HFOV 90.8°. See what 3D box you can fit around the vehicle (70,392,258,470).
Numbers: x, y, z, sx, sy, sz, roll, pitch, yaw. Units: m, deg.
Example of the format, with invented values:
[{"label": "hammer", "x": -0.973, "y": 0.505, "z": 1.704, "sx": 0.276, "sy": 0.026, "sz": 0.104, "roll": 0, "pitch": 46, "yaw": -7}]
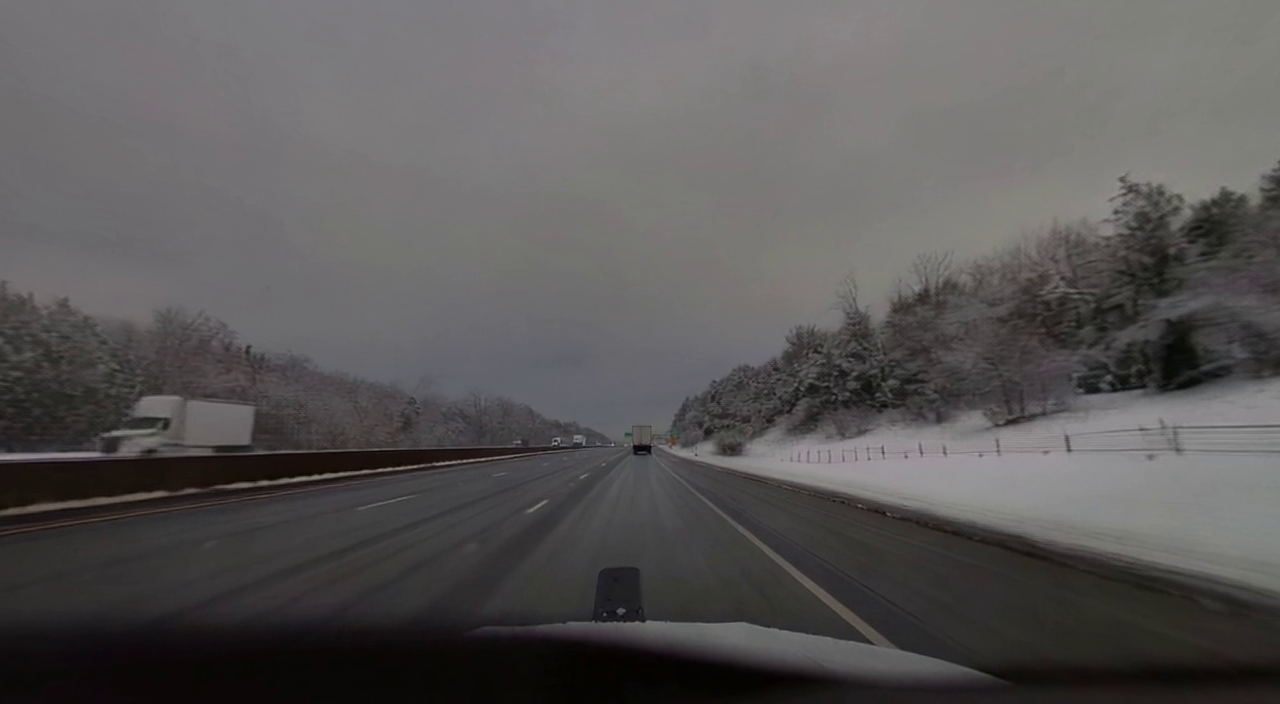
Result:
[{"label": "vehicle", "x": -24.287, "y": 4.241, "z": 33.089, "sx": 3.001, "sy": 3.494, "sz": 8.668, "roll": 0, "pitch": -9, "yaw": 0}]
